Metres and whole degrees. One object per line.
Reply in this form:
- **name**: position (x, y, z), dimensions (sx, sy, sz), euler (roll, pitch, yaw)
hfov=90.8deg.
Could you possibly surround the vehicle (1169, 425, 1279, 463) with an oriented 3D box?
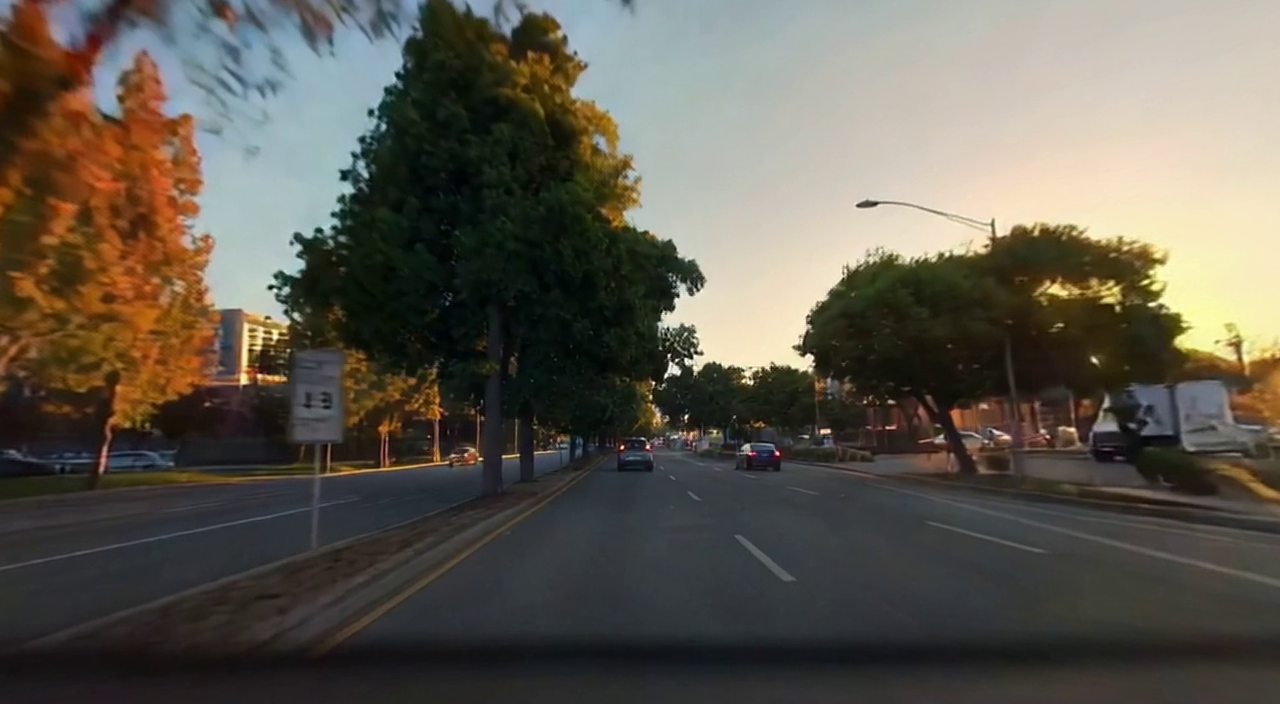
- **vehicle**: position (23.285, 3.592, 24.604), dimensions (3.651, 1.409, 1.857), euler (0, -8, 0)

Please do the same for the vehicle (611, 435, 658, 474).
- **vehicle**: position (-0.306, 5.164, 31.967), dimensions (2.227, 1.794, 4.457), euler (0, -8, -1)

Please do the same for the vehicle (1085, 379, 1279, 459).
- **vehicle**: position (23.984, 2.942, 27.311), dimensions (7.258, 3.283, 2.680), euler (0, -8, 0)

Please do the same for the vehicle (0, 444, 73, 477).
- **vehicle**: position (-43.315, 7.499, 43.373), dimensions (6.003, 2.112, 2.404), euler (0, -10, -9)

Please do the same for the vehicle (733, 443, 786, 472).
- **vehicle**: position (6.797, 6.037, 36.370), dimensions (2.029, 1.548, 4.422), euler (0, -8, -2)

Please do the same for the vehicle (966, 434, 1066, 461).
- **vehicle**: position (20.849, 5.289, 35.119), dimensions (4.249, 1.420, 2.039), euler (0, -8, -2)
